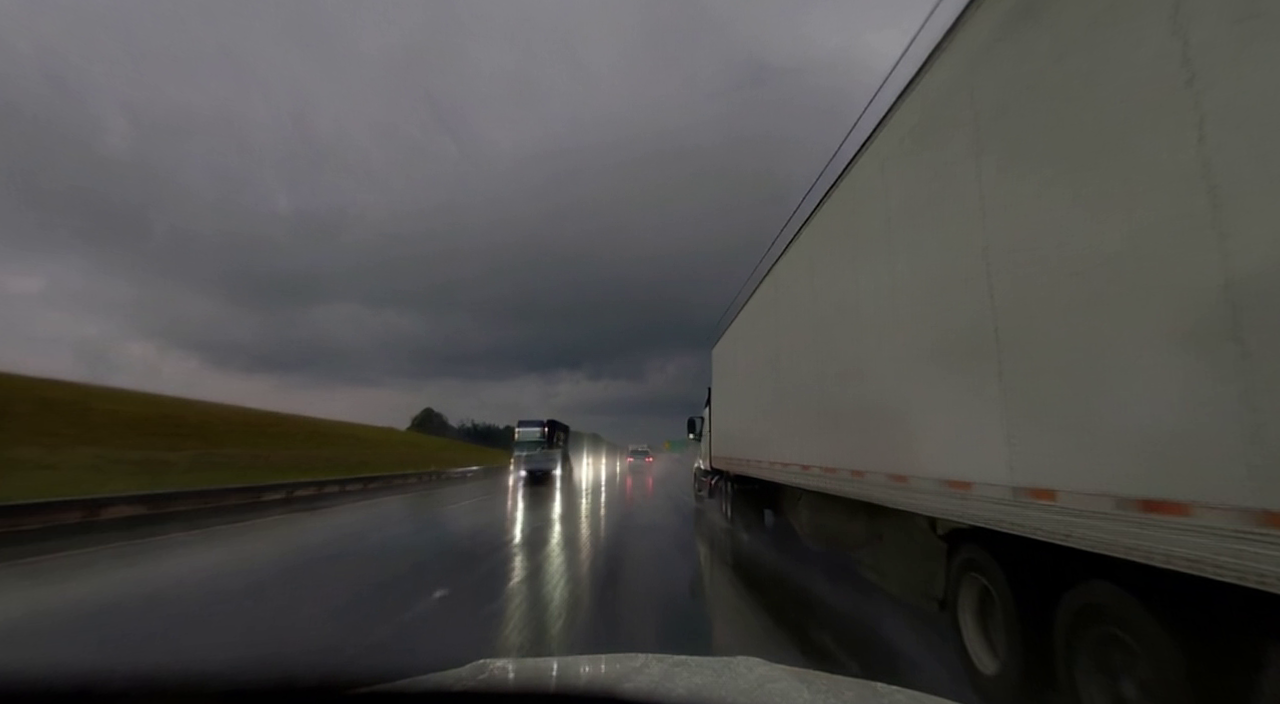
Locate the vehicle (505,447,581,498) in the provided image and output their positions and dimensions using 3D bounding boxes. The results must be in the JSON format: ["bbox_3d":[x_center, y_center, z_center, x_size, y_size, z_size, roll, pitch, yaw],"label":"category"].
[{"bbox_3d":[-3.186,4.047,21.490,1.949,1.555,3.888,0,-9,1],"label":"vehicle"}]

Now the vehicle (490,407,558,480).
[{"bbox_3d":[-6.829,5.519,37.994,2.910,3.989,5.837,0,-9,0],"label":"vehicle"}]

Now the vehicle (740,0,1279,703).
[{"bbox_3d":[3.323,0.094,4.743,2.845,4.071,14.008,0,-9,0],"label":"vehicle"}]
